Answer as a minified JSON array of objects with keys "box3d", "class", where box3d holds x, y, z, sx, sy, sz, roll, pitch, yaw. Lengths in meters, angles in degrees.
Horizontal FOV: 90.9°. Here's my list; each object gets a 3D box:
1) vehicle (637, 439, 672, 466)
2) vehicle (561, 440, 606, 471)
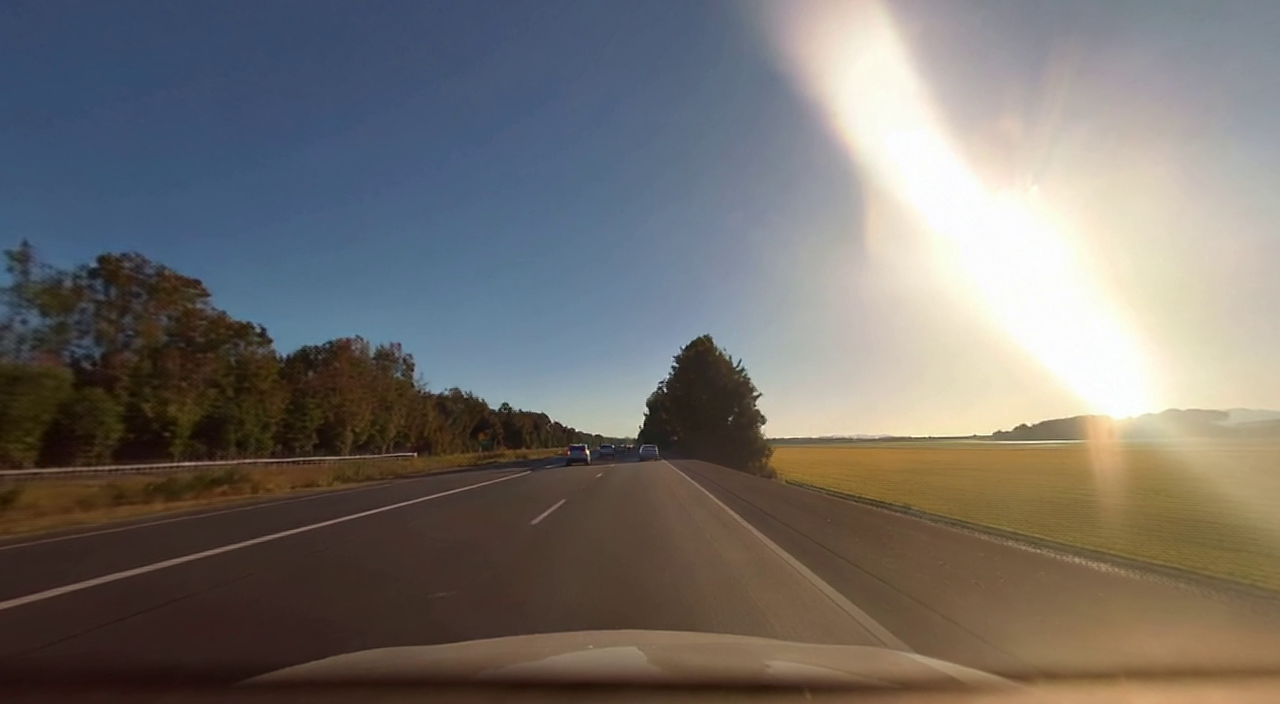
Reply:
[{"box3d":[0.988,6.964,43.848,2.259,1.697,4.106,0,-8,1],"class":"vehicle"},{"box3d":[-3.143,5.868,35.891,2.028,1.634,4.441,-1,-8,2],"class":"vehicle"}]
